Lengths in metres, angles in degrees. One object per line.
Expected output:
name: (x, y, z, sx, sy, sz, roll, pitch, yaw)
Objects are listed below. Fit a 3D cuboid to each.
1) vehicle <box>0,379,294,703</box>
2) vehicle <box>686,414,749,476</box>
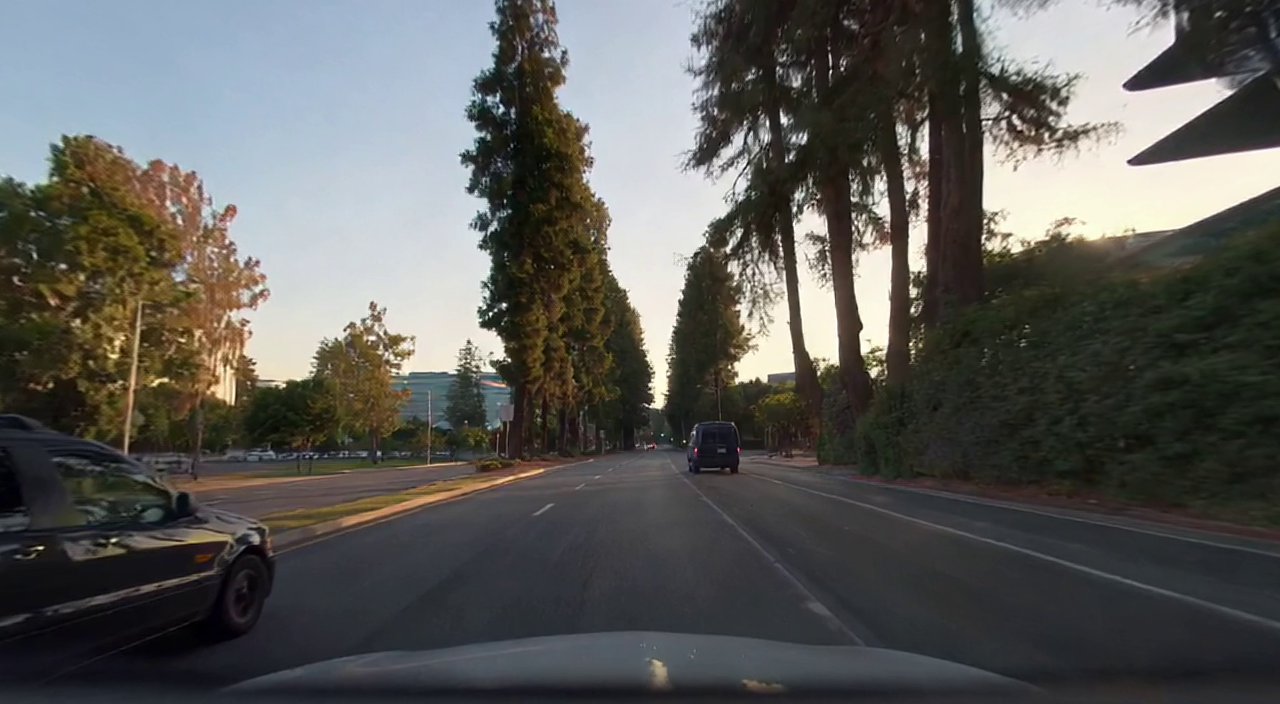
vehicle: (-3.651, 0.886, 2.299, 2.129, 1.602, 4.532, 0, -8, 1)
vehicle: (3.582, 4.475, 30.487, 2.349, 2.671, 5.744, 0, -8, 0)
